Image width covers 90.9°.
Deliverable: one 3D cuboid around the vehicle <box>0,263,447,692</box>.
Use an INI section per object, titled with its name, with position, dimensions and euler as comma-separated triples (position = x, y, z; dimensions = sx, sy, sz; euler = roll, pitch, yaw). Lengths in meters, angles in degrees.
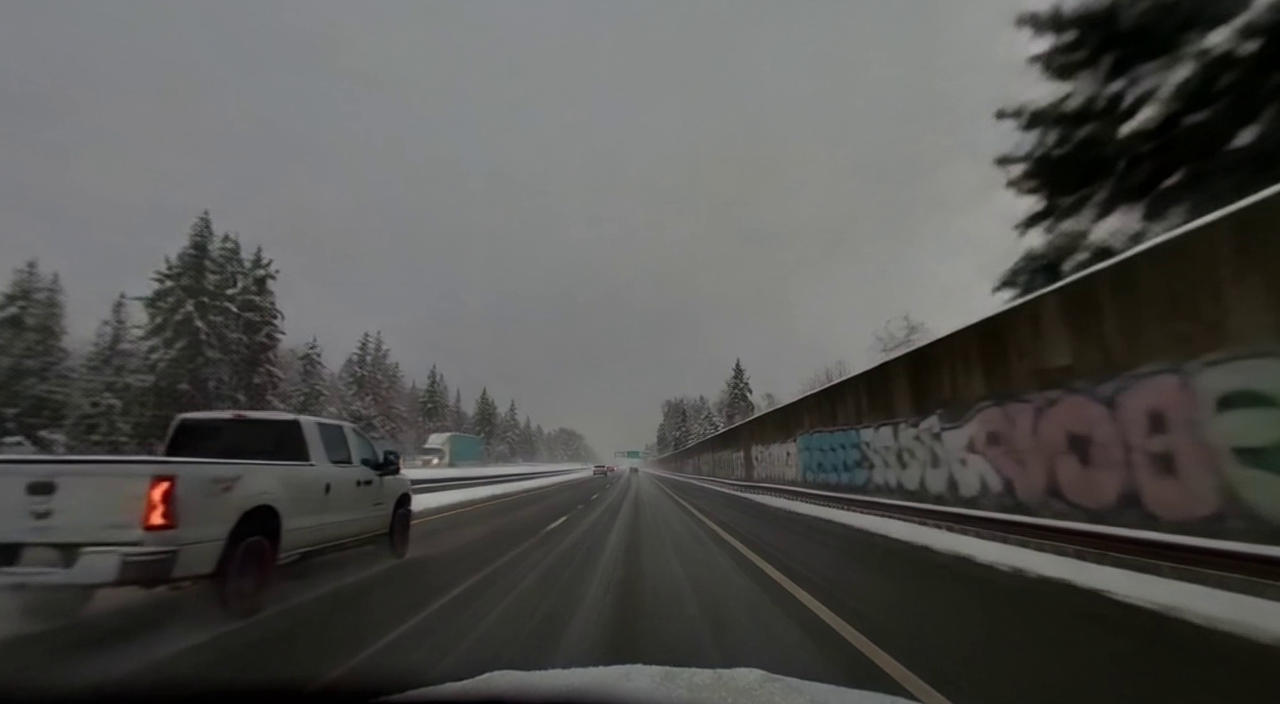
[vehicle]
position = -4.294, 1.191, 6.609
dimensions = 2.597, 2.434, 6.020
euler = 1, -10, 0
